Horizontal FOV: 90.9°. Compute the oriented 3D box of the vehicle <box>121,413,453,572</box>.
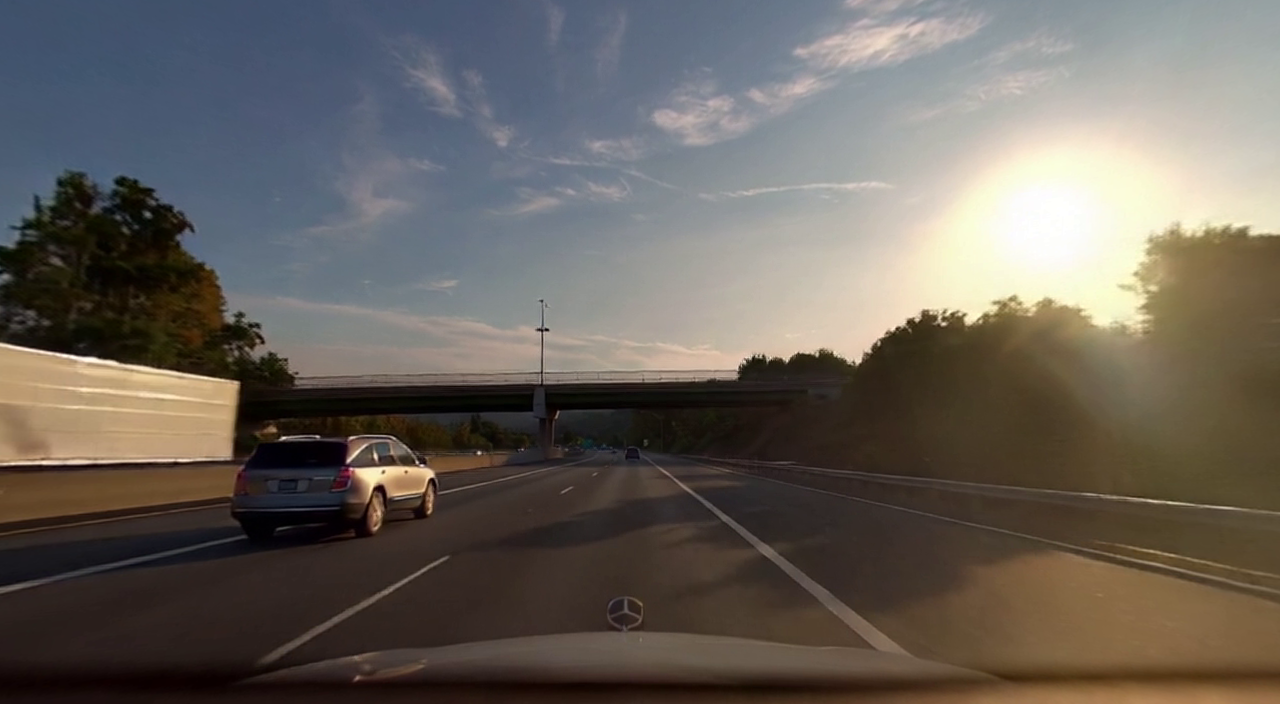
[{"bbox_3d":[-4.625,1.920,9.417,2.221,1.750,4.706,0,-9,0],"label":"vehicle"}]

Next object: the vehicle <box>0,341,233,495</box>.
[{"bbox_3d":[-18.201,2.080,18.701,2.886,3.971,14.161,0,-9,0],"label":"vehicle"}]
